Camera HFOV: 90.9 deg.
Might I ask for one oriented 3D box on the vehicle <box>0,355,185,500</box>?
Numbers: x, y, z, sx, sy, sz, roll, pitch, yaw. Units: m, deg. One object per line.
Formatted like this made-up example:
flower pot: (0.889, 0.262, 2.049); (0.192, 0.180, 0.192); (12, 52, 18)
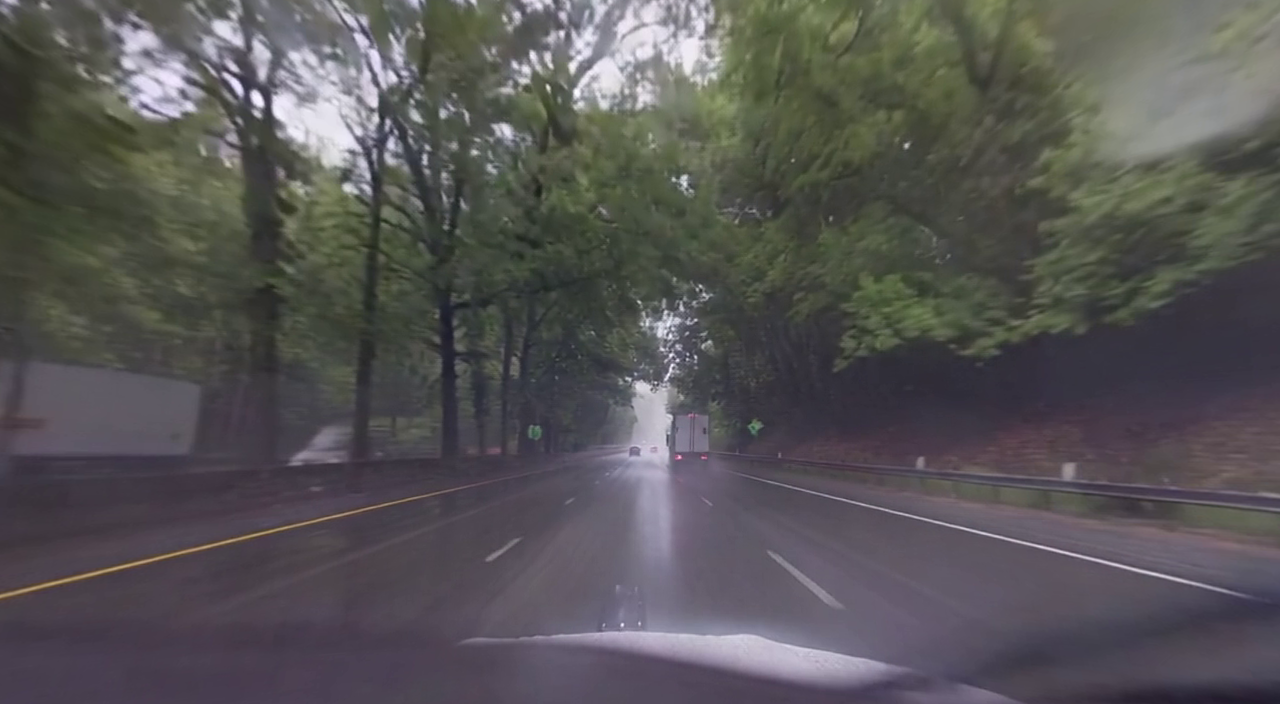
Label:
vehicle: (-19.565, 2.228, 18.413); (2.913, 4.049, 12.675); (0, -9, 0)

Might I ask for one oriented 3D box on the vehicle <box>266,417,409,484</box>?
vehicle: (-12.033, 4.056, 25.894); (2.321, 2.365, 6.898); (0, -9, 1)
